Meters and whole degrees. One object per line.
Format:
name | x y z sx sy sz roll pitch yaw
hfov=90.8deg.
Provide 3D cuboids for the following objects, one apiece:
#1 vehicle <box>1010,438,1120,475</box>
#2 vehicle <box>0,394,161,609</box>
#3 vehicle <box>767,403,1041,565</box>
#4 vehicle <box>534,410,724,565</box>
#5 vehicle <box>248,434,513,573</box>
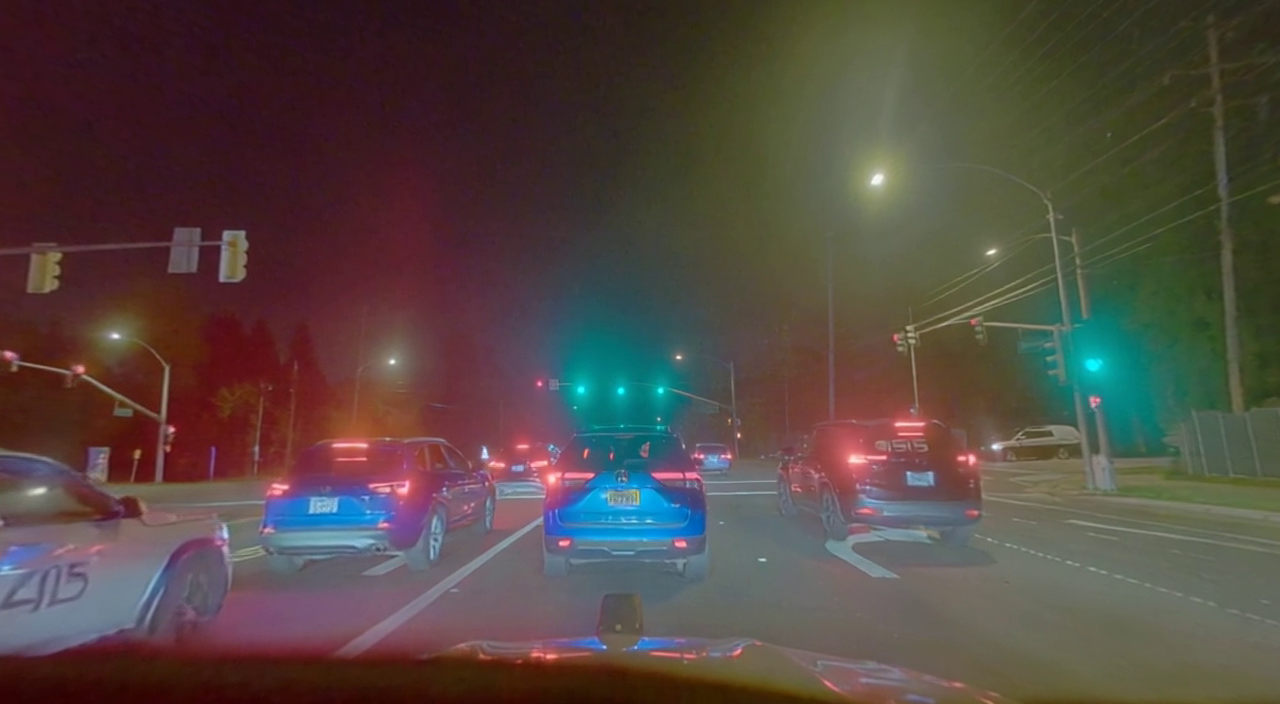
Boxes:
vehicle | 18.352 4.486 27.255 4.218 1.458 1.905 4 -9 -25
vehicle | -6.497 1.177 4.754 2.116 1.812 4.609 0 -9 0
vehicle | 3.425 1.816 9.415 1.999 1.789 4.583 0 -9 -1
vehicle | -0.108 1.822 9.156 2.111 1.712 4.078 0 -9 1
vehicle | -3.221 1.959 9.033 1.881 1.466 4.484 0 -9 0
